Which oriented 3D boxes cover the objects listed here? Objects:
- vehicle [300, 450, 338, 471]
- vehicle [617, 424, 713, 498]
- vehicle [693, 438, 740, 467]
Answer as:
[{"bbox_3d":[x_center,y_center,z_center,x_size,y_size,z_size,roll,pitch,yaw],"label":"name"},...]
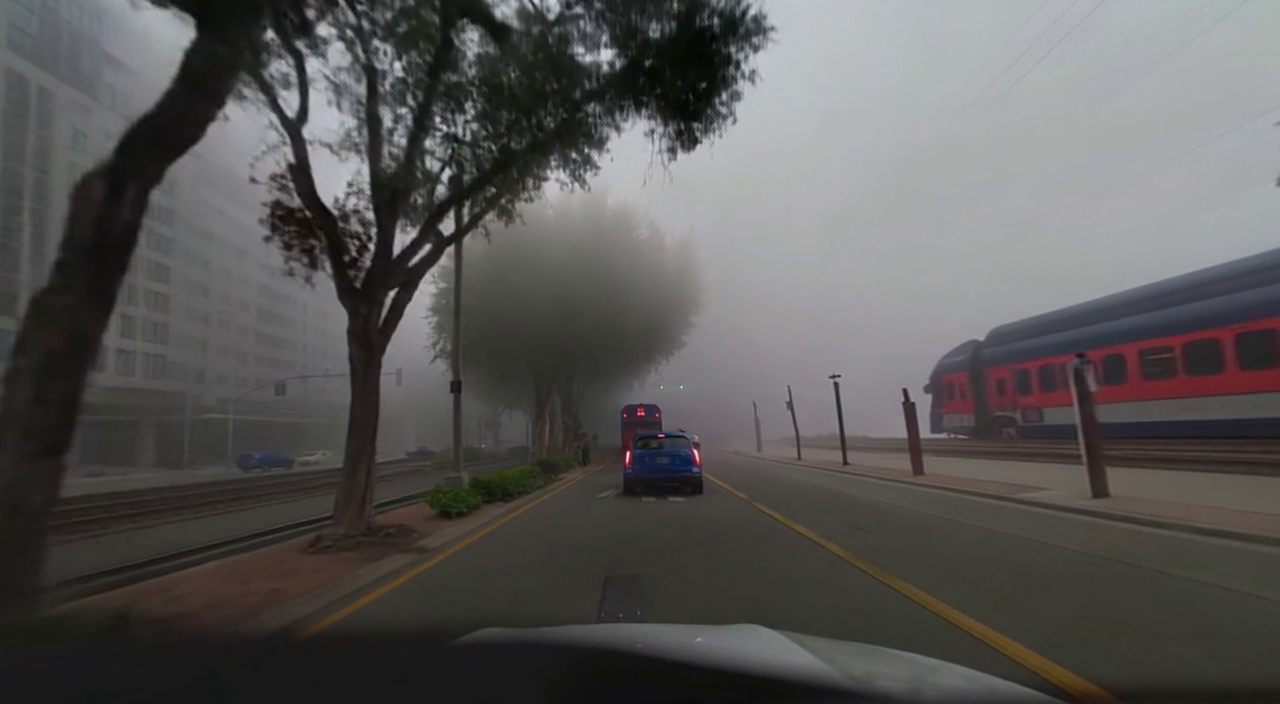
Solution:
[{"bbox_3d":[-24.166,8.130,47.519,1.900,1.465,4.781,3,-9,-19],"label":"vehicle"},{"bbox_3d":[0.538,2.821,16.534,2.190,1.684,4.084,0,-9,-1],"label":"vehicle"},{"bbox_3d":[4.085,5.471,34.459,1.916,1.466,4.529,0,-9,-1],"label":"vehicle"}]
